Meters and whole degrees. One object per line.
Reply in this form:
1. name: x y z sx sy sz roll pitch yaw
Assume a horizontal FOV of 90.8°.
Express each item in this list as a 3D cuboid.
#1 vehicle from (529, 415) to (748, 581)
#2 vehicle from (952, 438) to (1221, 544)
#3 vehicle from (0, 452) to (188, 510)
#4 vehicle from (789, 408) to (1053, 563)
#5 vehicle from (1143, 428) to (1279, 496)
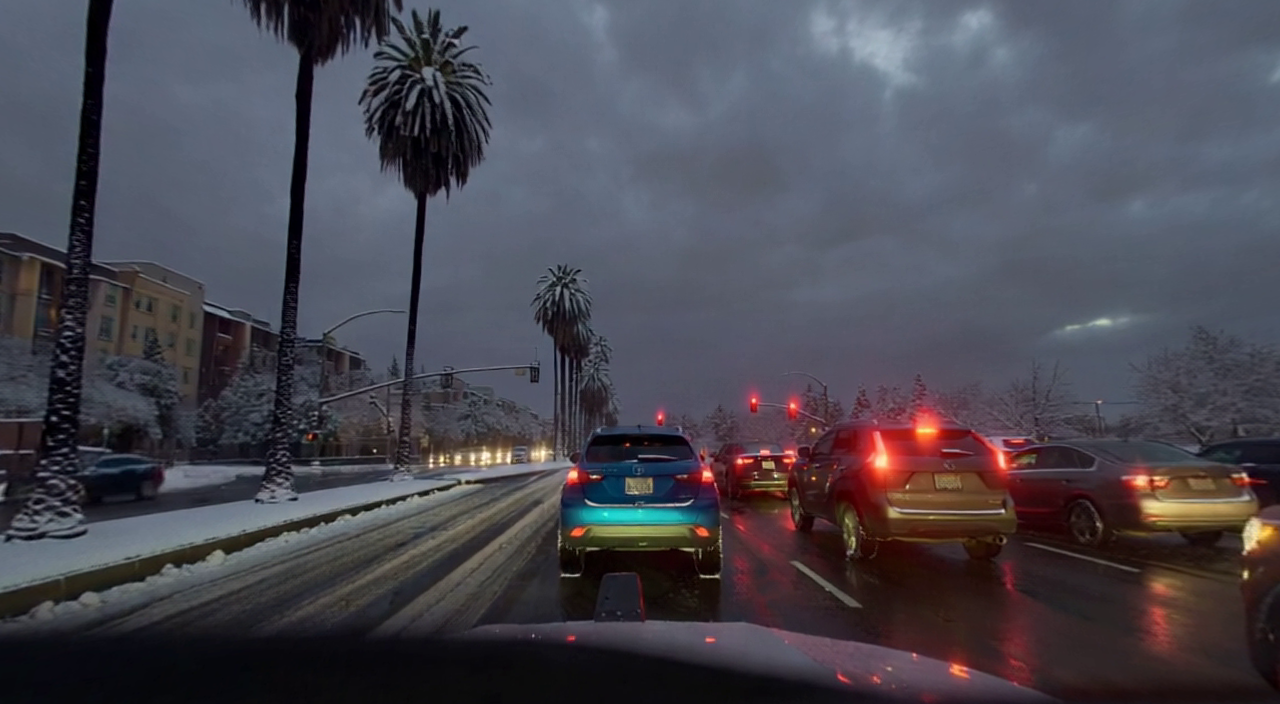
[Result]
1. vehicle: -0.020 1.708 8.120 2.083 1.572 4.021 0 -9 0
2. vehicle: 7.370 2.291 11.055 1.832 1.477 3.981 0 -9 2
3. vehicle: -15.997 3.708 18.679 2.021 1.464 4.505 0 -9 -2
4. vehicle: 3.663 1.820 9.249 1.947 1.725 4.159 0 -9 0
5. vehicle: 18.061 3.200 18.484 4.786 1.848 2.107 0 -9 -1
